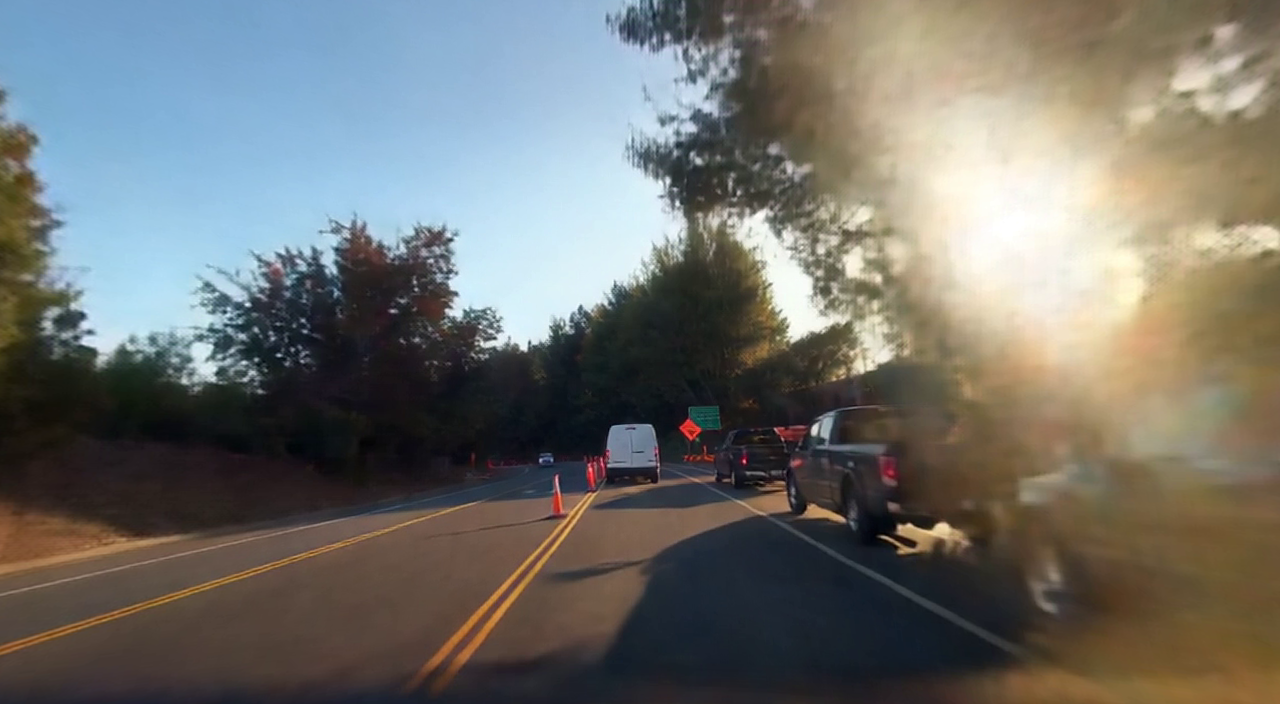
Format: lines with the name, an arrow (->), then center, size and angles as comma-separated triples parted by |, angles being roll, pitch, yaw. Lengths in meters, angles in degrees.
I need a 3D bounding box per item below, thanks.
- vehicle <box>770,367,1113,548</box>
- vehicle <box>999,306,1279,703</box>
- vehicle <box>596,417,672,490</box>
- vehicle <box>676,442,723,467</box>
vehicle -> 4.277, 1.745, 10.940 | 2.613, 2.153, 6.713 | 0, -8, 0
vehicle -> 4.323, 0.674, 2.529 | 2.202, 1.980, 5.978 | 0, -8, -1
vehicle -> -0.254, 3.514, 22.111 | 2.362, 2.247, 4.892 | 0, -9, -2
vehicle -> 3.483, 6.108, 37.717 | 2.277, 1.299, 3.889 | -3, -9, -3
